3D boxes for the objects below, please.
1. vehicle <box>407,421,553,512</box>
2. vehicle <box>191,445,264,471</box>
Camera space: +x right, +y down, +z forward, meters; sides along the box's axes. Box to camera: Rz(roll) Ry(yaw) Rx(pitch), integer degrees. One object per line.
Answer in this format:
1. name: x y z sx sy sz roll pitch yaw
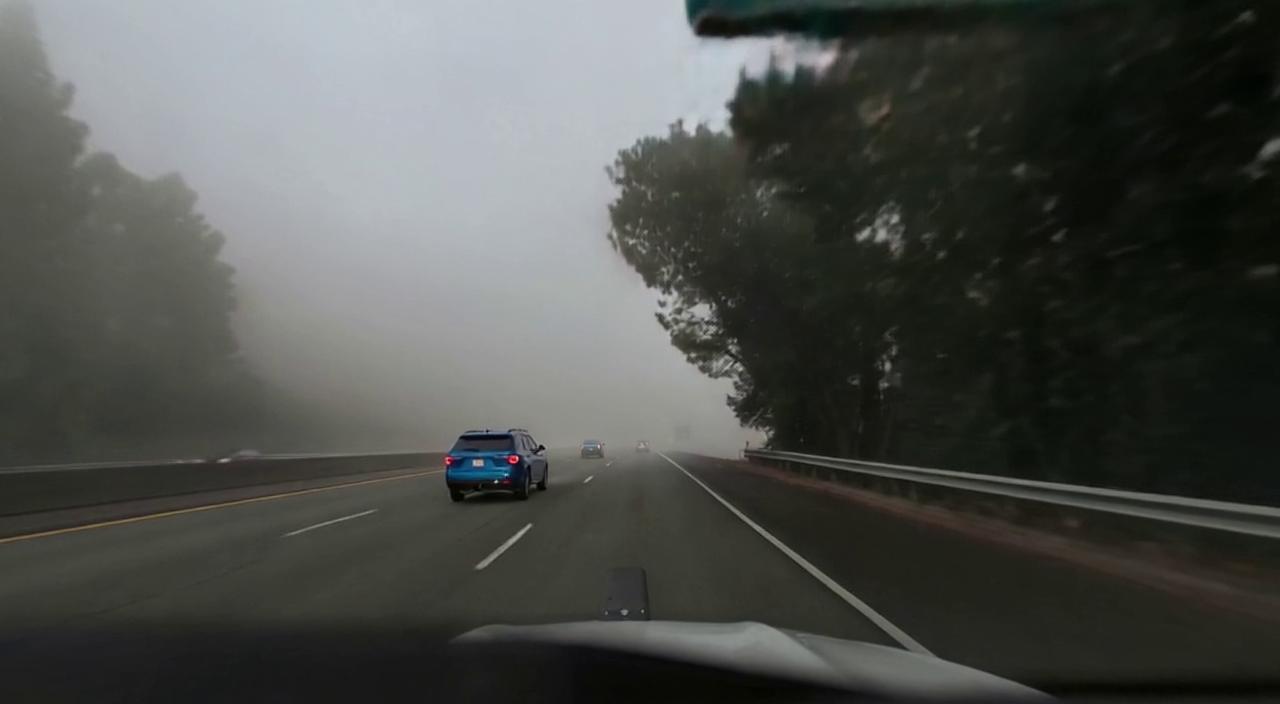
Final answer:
1. vehicle: -3.405 2.522 14.444 2.138 1.718 4.415 -1 -8 1
2. vehicle: -28.527 7.295 43.801 1.925 1.639 4.698 -1 -8 0
